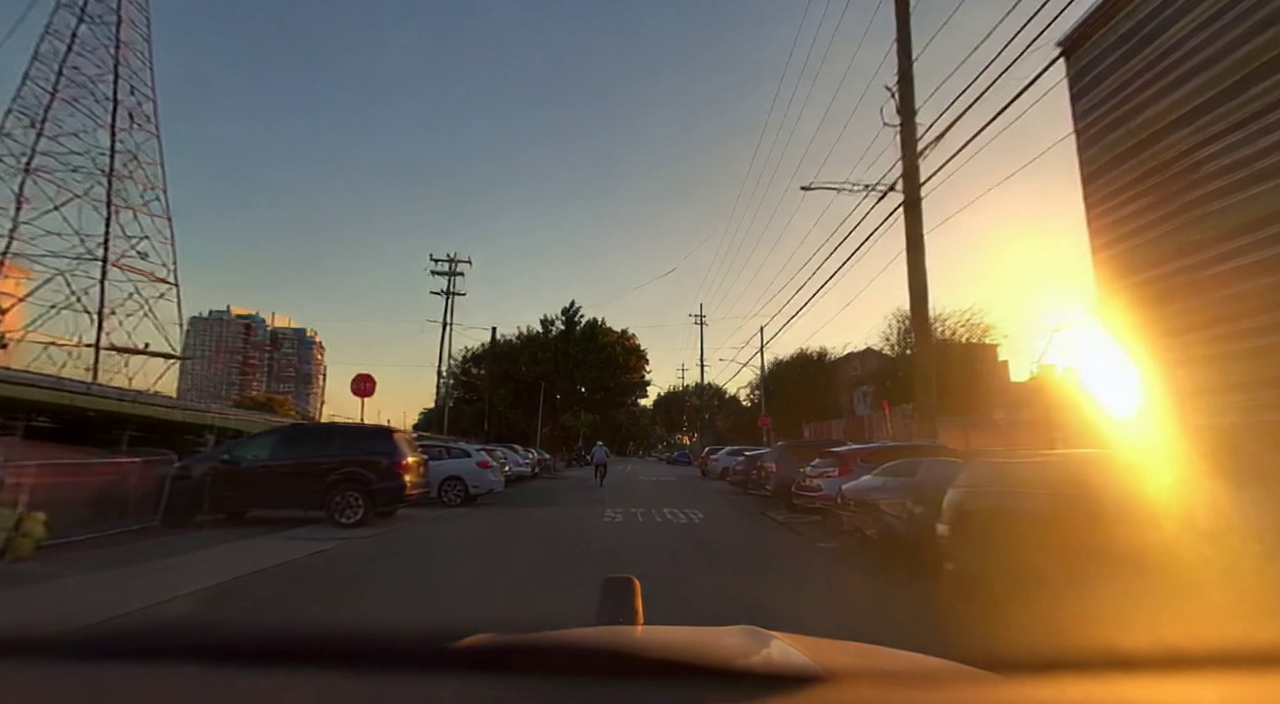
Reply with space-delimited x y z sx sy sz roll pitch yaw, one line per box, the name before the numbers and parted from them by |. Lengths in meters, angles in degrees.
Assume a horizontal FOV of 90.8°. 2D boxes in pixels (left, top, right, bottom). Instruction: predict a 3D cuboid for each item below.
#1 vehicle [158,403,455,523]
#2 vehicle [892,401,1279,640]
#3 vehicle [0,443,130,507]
vehicle | -6.485 2.245 12.778 4.727 1.976 1.970 3 -11 2
vehicle | 4.930 1.400 5.753 4.402 1.770 1.933 0 -9 2
vehicle | -15.784 3.042 15.912 1.840 1.477 4.693 0 -9 2
